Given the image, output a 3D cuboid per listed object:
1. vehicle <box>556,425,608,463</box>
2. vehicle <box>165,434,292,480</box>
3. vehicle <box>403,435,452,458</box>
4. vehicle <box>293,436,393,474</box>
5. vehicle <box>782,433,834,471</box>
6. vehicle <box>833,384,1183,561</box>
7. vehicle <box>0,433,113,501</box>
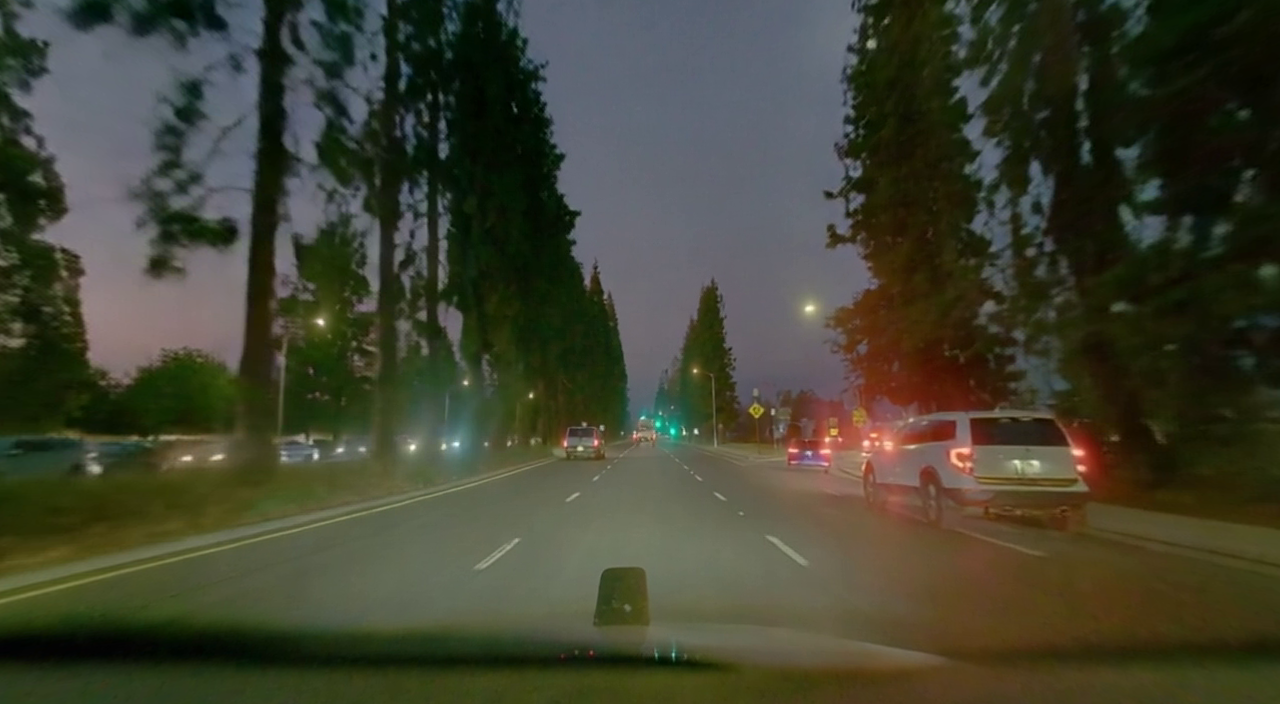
[{"bbox_3d":[-3.091,5.086,34.722,2.255,1.940,4.822,0,-8,2],"label":"vehicle"},{"bbox_3d":[-16.838,4.317,26.160,2.059,1.688,4.657,0,-8,1],"label":"vehicle"},{"bbox_3d":[-16.229,7.211,48.340,2.042,1.654,4.603,0,-8,1],"label":"vehicle"},{"bbox_3d":[-12.892,4.500,27.710,2.053,1.496,4.569,0,-8,2],"label":"vehicle"},{"bbox_3d":[8.470,5.087,32.115,2.280,1.757,4.572,-2,-9,12],"label":"vehicle"},{"bbox_3d":[5.111,1.818,10.264,2.381,2.008,5.971,-1,-8,4],"label":"vehicle"},{"bbox_3d":[-16.876,2.975,16.411,2.176,1.646,4.643,0,-8,1],"label":"vehicle"}]
